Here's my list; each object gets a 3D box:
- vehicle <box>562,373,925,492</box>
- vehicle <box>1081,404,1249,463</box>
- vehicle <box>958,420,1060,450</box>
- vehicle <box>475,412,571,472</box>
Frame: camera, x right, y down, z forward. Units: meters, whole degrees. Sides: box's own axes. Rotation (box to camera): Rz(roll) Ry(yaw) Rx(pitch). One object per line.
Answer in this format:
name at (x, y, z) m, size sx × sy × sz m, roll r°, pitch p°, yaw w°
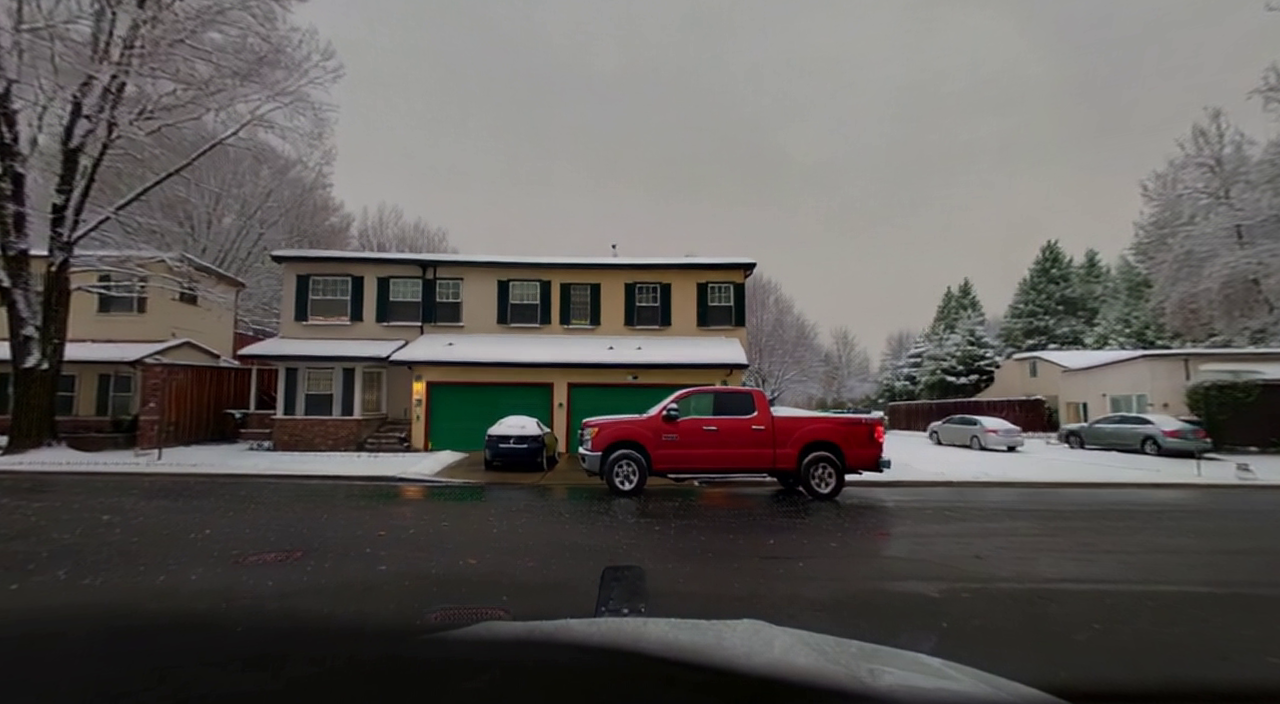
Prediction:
vehicle at (1.638, 1.423, 11.031) m, size 5.600 × 1.835 × 2.161 m, roll -1°, pitch -9°, yaw 4°
vehicle at (17.119, 2.705, 20.736) m, size 3.770 × 1.496 × 1.951 m, roll 5°, pitch -9°, yaw 5°
vehicle at (18.275, 4.145, 31.375) m, size 3.897 × 1.416 × 1.703 m, roll -1°, pitch -8°, yaw 5°
vehicle at (-3.528, 2.729, 19.720) m, size 1.869 × 1.460 × 3.826 m, roll -4°, pitch -4°, yaw 6°
